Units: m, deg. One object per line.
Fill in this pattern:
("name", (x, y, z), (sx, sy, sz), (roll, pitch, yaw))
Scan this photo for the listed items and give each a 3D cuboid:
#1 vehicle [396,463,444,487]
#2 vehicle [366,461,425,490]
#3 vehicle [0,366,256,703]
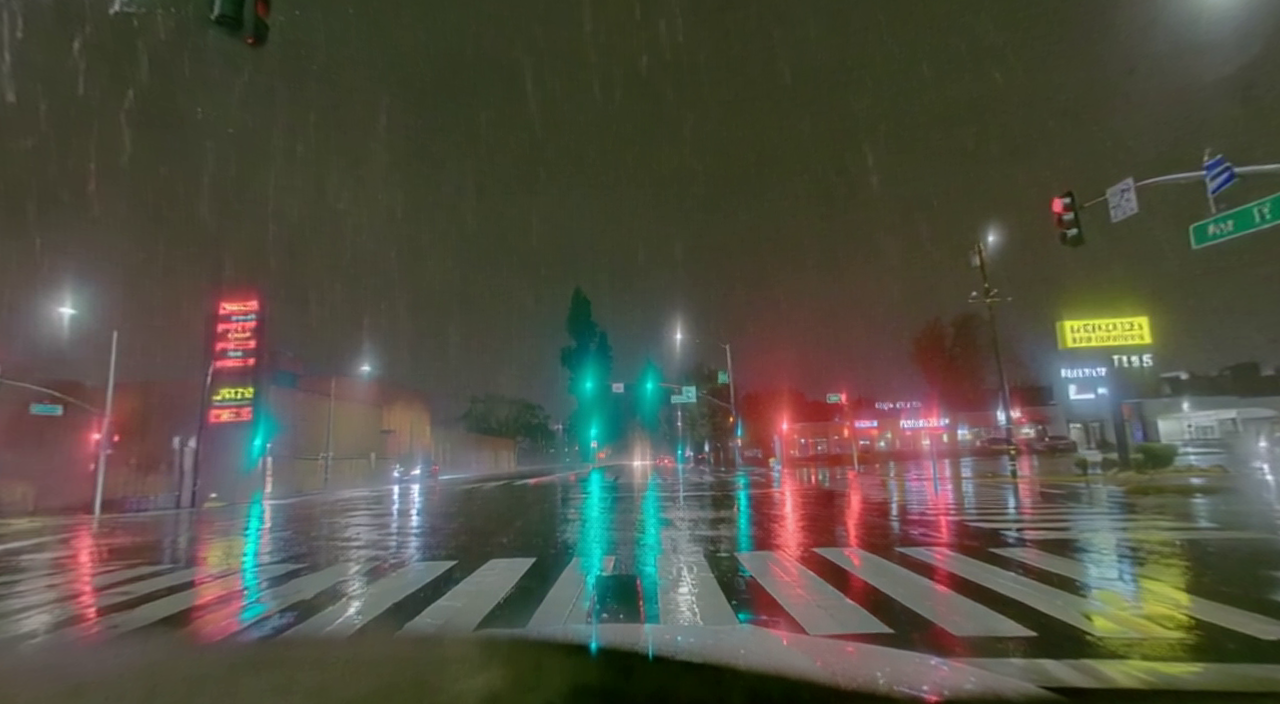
("vehicle", (-15.743, 8.823, 45.360), (1.931, 1.471, 4.152), (0, -9, 0))
("vehicle", (-19.213, 9.711, 49.806), (2.227, 2.033, 5.614), (0, -9, 2))
("vehicle", (-3.413, 0.747, 1.411), (2.081, 1.644, 4.523), (0, -9, 3))
